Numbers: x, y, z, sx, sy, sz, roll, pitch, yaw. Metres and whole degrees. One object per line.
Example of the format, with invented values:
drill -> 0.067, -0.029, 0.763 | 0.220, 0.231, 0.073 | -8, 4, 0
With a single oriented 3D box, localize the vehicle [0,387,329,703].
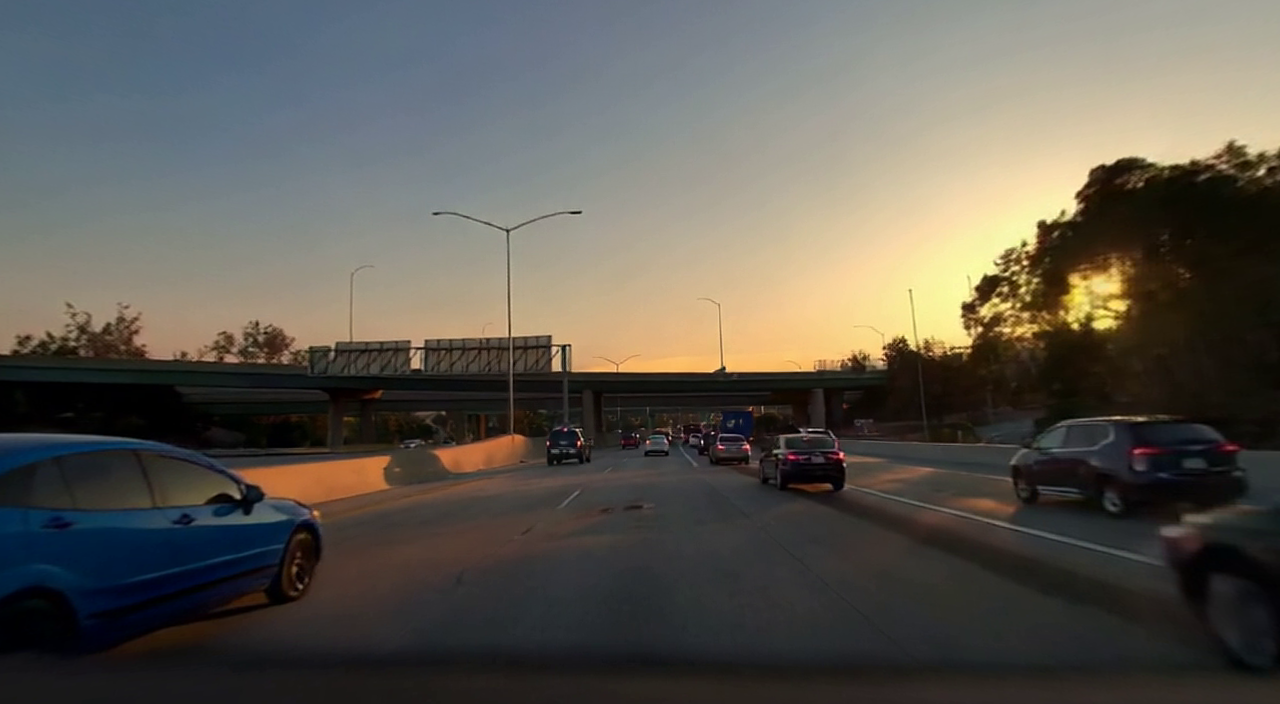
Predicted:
vehicle -> -3.624, 0.954, 3.072 | 1.914, 1.476, 4.416 | 0, -8, 1

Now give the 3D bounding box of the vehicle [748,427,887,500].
vehicle -> 4.064, 2.644, 15.420 | 1.999, 1.482, 4.743 | 0, -8, 0

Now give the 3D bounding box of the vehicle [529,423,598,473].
vehicle -> -2.854, 3.691, 24.456 | 2.006, 1.741, 4.277 | 0, -8, 2

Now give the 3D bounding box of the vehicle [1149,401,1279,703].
vehicle -> 3.984, 0.748, 1.302 | 2.088, 1.491, 4.549 | 0, -8, 1

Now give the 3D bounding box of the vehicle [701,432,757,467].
vehicle -> 3.952, 4.418, 28.694 | 1.933, 1.492, 4.125 | 0, -8, 0
